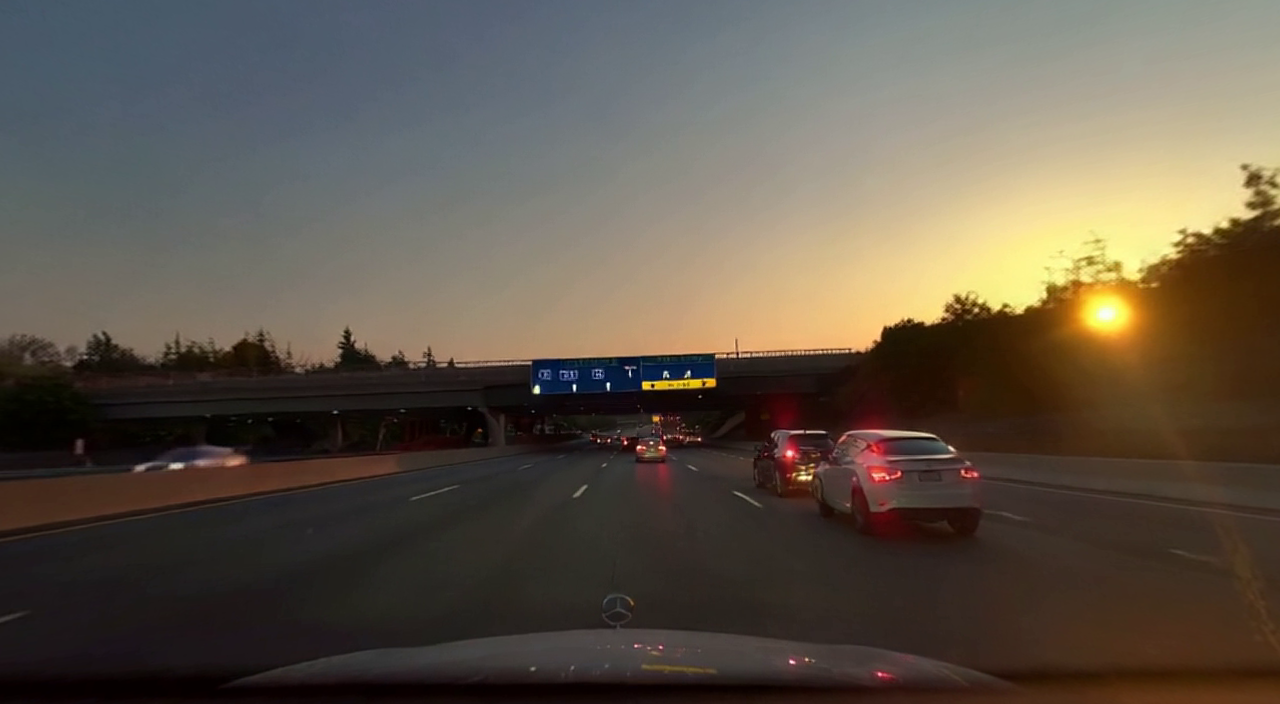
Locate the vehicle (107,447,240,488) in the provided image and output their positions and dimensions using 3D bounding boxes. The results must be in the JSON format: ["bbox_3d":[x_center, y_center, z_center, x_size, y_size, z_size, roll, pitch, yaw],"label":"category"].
[{"bbox_3d":[-19.353,4.778,26.428,1.998,1.482,4.715,0,-8,0],"label":"vehicle"}]

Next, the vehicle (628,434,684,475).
[{"bbox_3d":[0.543,3.982,24.796,2.046,1.467,3.844,0,-8,-1],"label":"vehicle"}]
